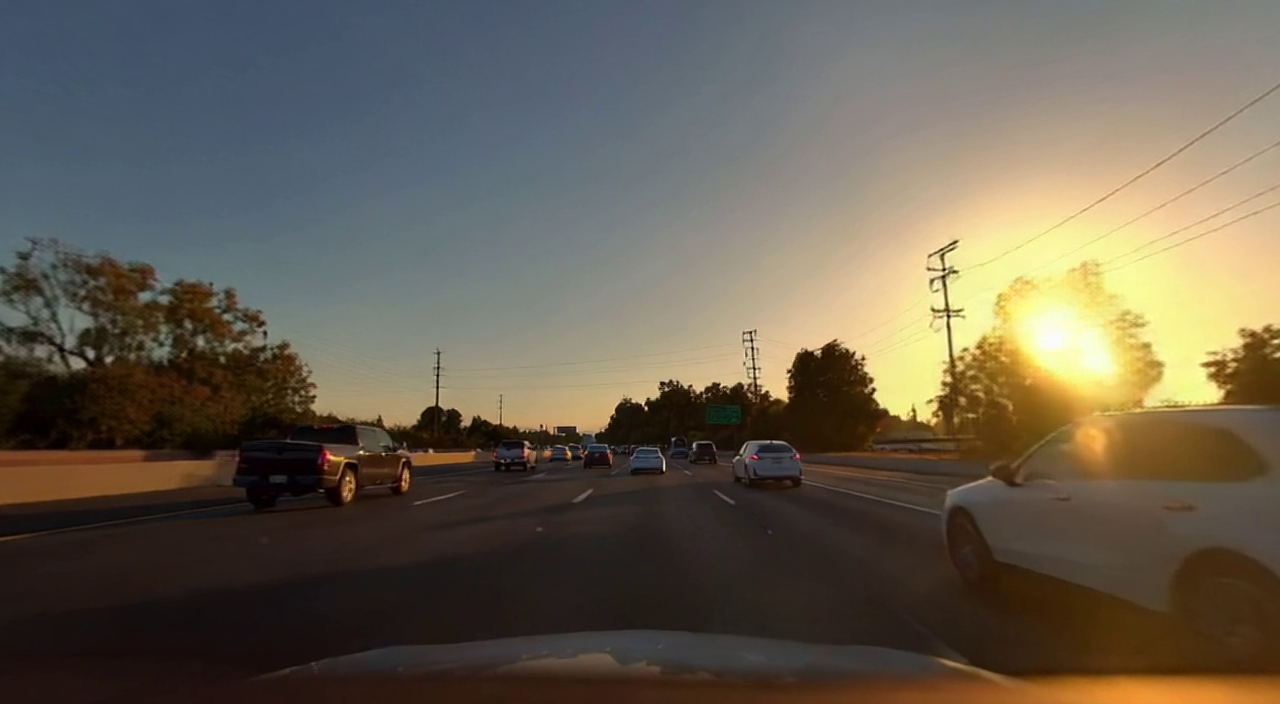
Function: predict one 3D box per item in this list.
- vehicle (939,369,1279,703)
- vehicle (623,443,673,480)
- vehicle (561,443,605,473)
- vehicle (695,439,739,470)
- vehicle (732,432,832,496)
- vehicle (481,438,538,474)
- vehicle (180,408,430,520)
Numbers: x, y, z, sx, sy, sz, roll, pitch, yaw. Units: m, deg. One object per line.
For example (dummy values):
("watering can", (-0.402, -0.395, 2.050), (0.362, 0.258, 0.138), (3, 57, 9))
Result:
("vehicle", (3.619, 0.980, 3.263), (2.051, 1.595, 4.301), (0, -9, 1))
("vehicle", (0.326, 4.650, 27.000), (1.966, 1.444, 3.986), (0, -9, 0))
("vehicle", (-2.972, 5.616, 33.561), (1.904, 1.479, 4.274), (0, -9, 1))
("vehicle", (4.671, 6.298, 38.935), (2.195, 1.778, 4.455), (0, -9, 1))
("vehicle", (4.164, 3.355, 19.232), (2.002, 1.691, 4.290), (0, -9, 0))
("vehicle", (-6.643, 5.356, 32.650), (1.978, 1.680, 4.263), (0, -9, 1))
("vehicle", (-6.870, 2.404, 14.037), (2.269, 1.936, 5.777), (0, -9, 2))
